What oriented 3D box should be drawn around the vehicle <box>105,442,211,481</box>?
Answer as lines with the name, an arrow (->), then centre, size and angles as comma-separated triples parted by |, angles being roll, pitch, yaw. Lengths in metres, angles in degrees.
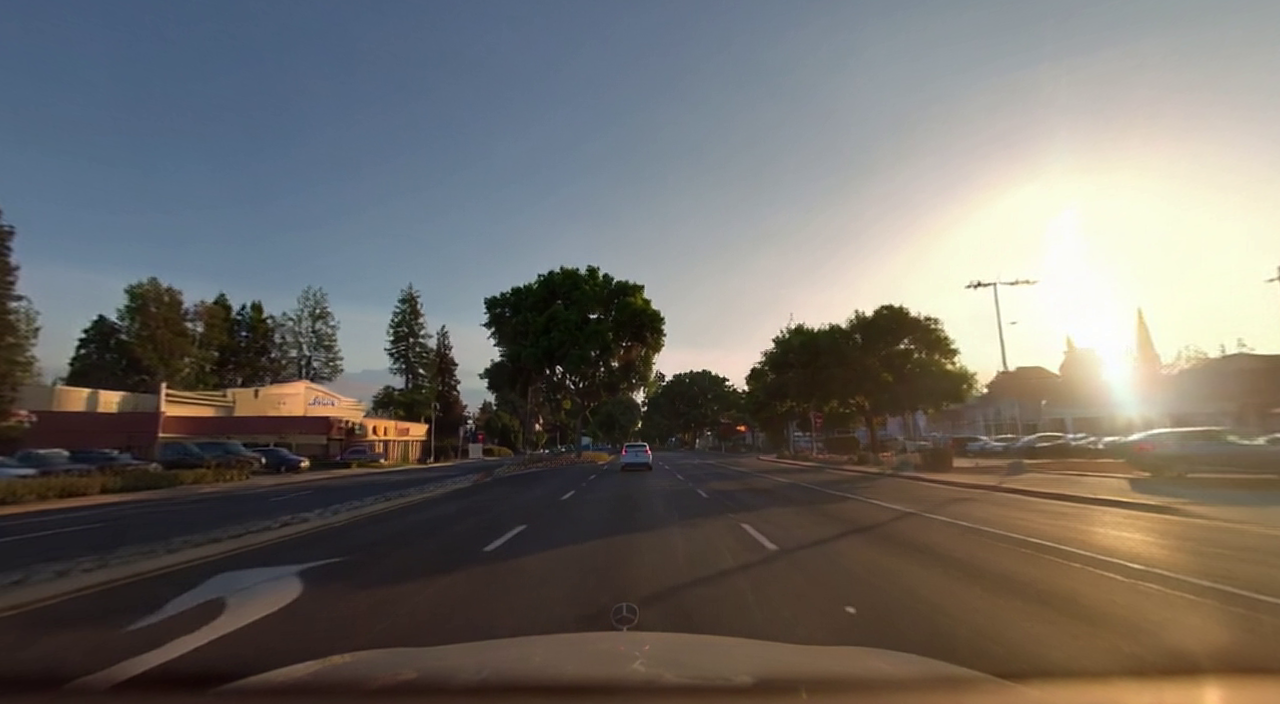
vehicle -> -26.987, 6.146, 35.356 | 4.087, 1.755, 2.304 | -5, -9, 1

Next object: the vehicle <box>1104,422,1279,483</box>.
vehicle -> 17.927, 3.138, 19.712 | 5.083, 1.778, 2.063 | 0, -9, 1

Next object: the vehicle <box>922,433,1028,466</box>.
vehicle -> 17.040, 4.961, 32.149 | 4.224, 1.614, 2.028 | 0, -9, -1

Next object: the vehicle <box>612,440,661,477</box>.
vehicle -> -0.188, 4.567, 27.213 | 1.998, 1.452, 3.773 | 0, -8, -1

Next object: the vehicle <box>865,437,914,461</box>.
vehicle -> 18.950, 7.405, 48.088 | 1.894, 1.706, 4.583 | 0, -9, 1

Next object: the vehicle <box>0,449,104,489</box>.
vehicle -> -26.812, 5.115, 27.749 | 4.444, 1.630, 2.287 | -1, -8, 6
